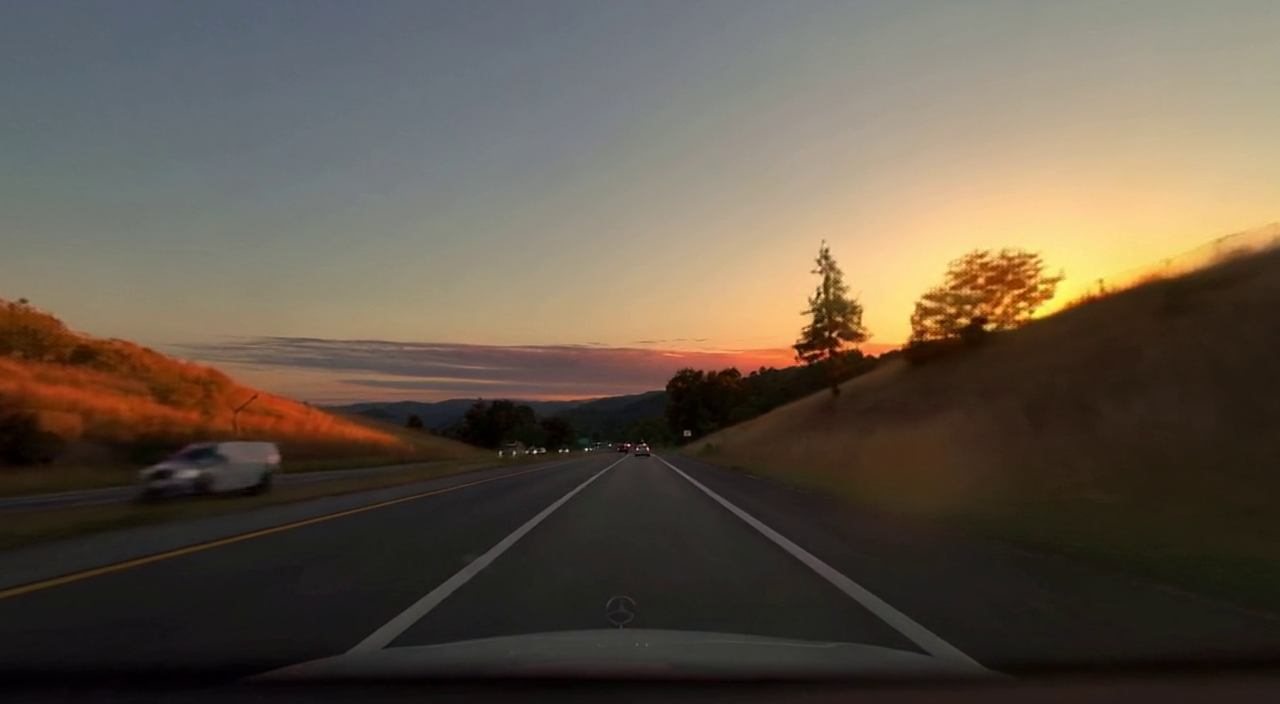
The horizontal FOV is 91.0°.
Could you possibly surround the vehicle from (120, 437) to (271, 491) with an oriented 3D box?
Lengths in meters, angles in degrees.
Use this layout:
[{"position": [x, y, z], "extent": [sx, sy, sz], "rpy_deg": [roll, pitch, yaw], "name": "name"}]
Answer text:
[{"position": [-19.932, 5.032, 28.748], "extent": [2.446, 2.197, 5.935], "rpy_deg": [0, -9, 1], "name": "vehicle"}]
